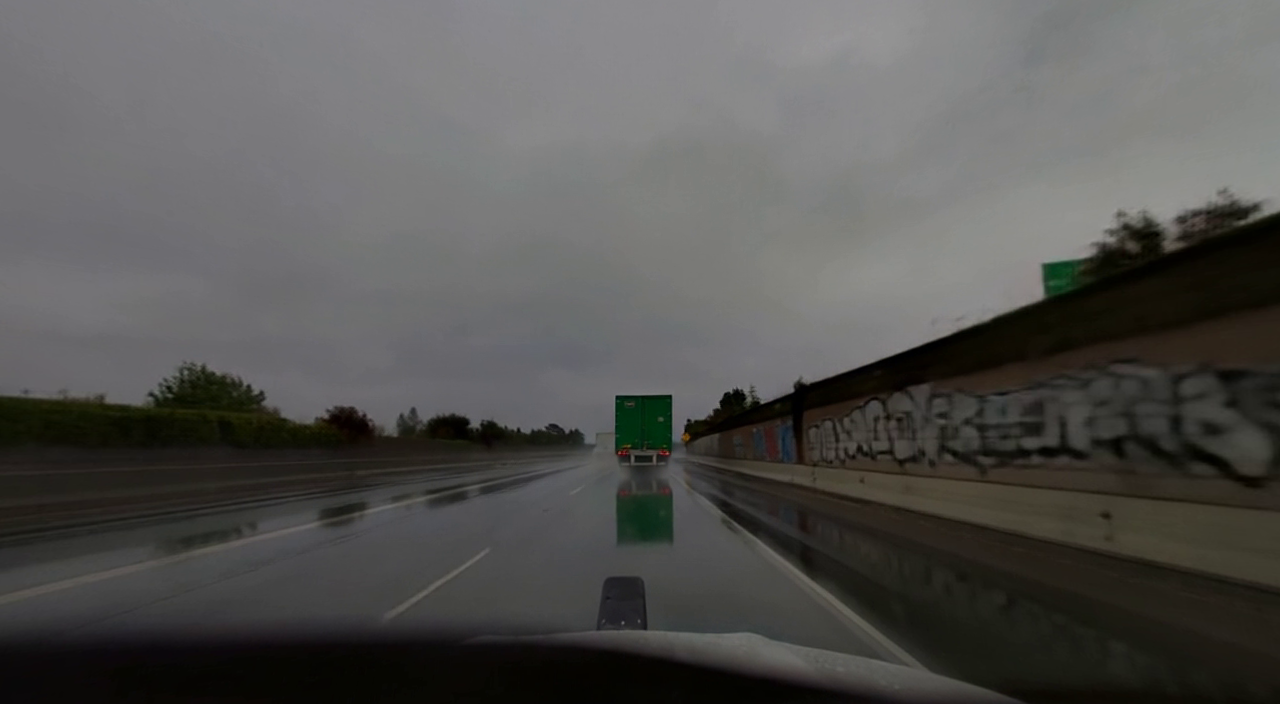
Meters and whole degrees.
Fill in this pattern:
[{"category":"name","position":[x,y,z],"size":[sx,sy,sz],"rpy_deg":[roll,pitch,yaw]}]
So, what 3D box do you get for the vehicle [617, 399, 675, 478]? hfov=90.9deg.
[{"category":"vehicle","position":[0.173,5.112,36.633],"size":[2.900,3.955,10.151],"rpy_deg":[0,-9,-1]}]
